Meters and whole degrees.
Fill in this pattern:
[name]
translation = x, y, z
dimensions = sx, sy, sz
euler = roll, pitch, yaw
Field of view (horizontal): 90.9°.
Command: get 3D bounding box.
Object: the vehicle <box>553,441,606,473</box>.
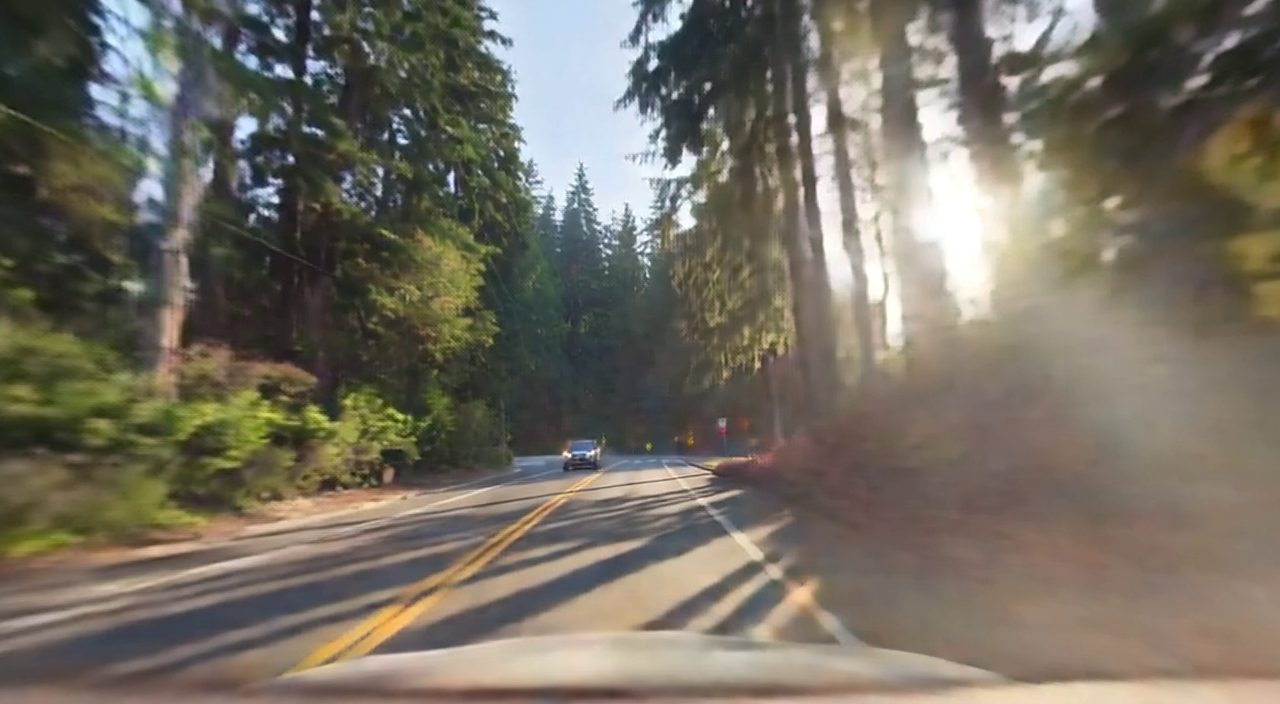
[vehicle]
translation = -3.398, 6.064, 36.601
dimensions = 2.390, 1.721, 4.863
euler = -1, -9, 3
